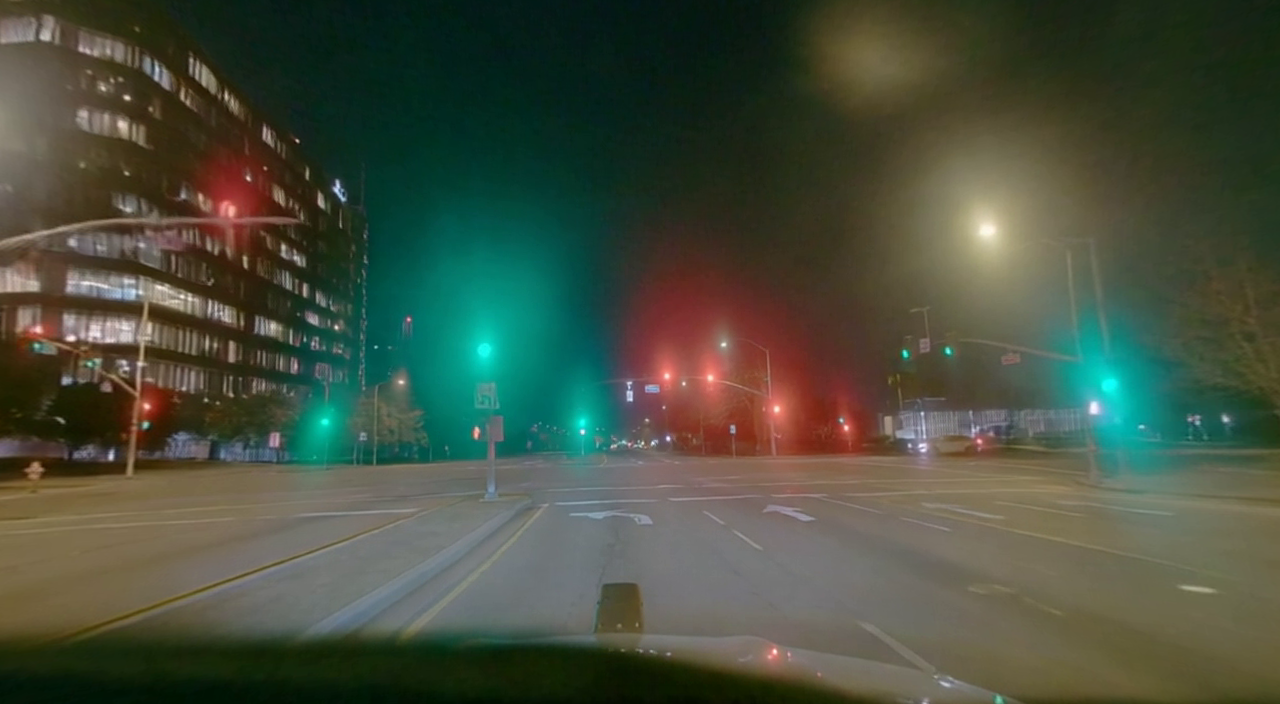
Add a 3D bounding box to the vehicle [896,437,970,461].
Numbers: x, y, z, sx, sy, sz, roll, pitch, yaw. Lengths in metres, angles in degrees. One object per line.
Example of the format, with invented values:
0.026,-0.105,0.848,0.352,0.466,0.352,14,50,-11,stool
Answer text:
20.837,6.878,44.784,4.769,1.634,1.884,2,-9,-20,vehicle
